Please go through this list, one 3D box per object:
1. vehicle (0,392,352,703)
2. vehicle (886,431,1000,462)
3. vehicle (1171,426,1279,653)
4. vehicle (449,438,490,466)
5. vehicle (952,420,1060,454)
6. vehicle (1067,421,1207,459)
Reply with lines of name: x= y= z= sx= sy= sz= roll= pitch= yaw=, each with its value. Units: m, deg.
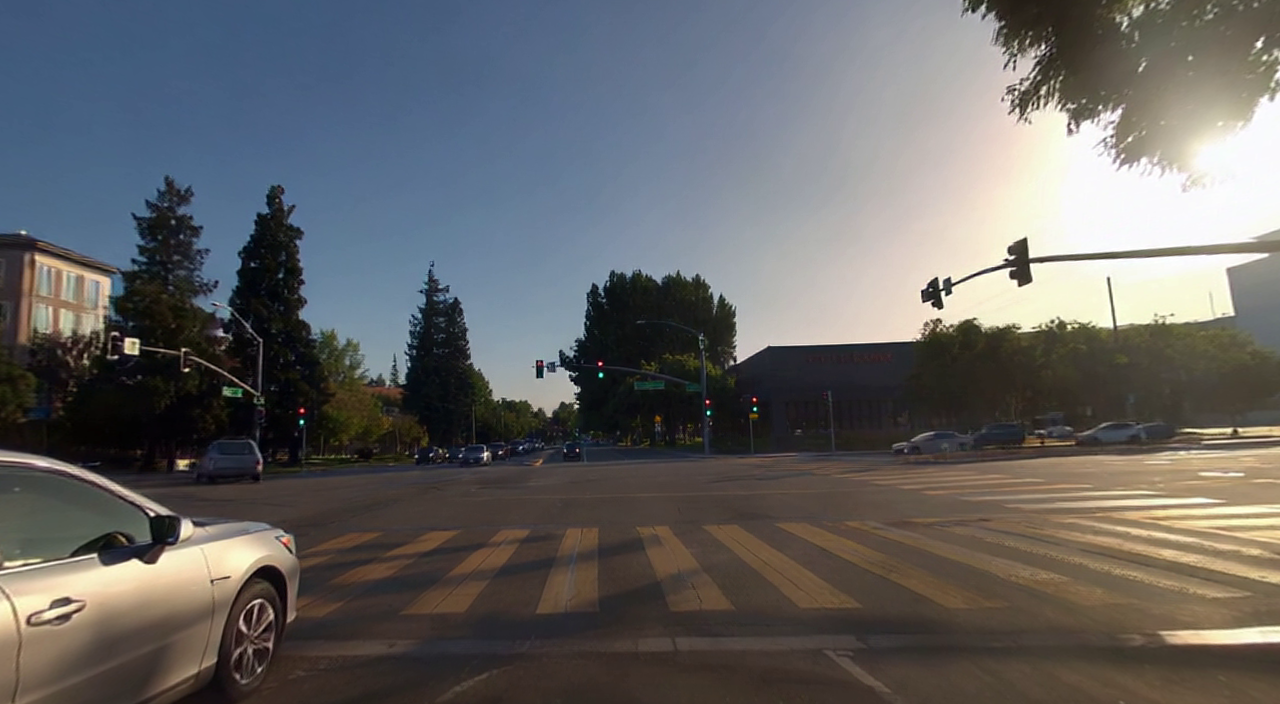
vehicle: x=-3.070 y=0.916 z=2.300 sx=1.919 sy=1.478 sz=4.720 roll=0 pitch=-8 yaw=-1
vehicle: x=15.073 y=4.726 z=31.597 sx=4.660 sy=1.495 sz=2.007 roll=0 pitch=-8 yaw=-2
vehicle: x=4.962 y=0.988 z=2.561 sx=1.949 sy=1.449 sz=4.530 roll=-1 pitch=-8 yaw=5
vehicle: x=-12.809 y=7.481 z=47.594 sx=2.051 sy=1.715 sz=4.346 roll=-2 pitch=-6 yaw=-2
vehicle: x=20.147 y=4.711 z=34.934 sx=4.611 sy=1.797 sz=2.096 roll=0 pitch=-8 yaw=-2
vehicle: x=20.254 y=3.608 z=25.860 sx=4.181 sy=1.483 sz=1.831 roll=0 pitch=-8 yaw=-3
